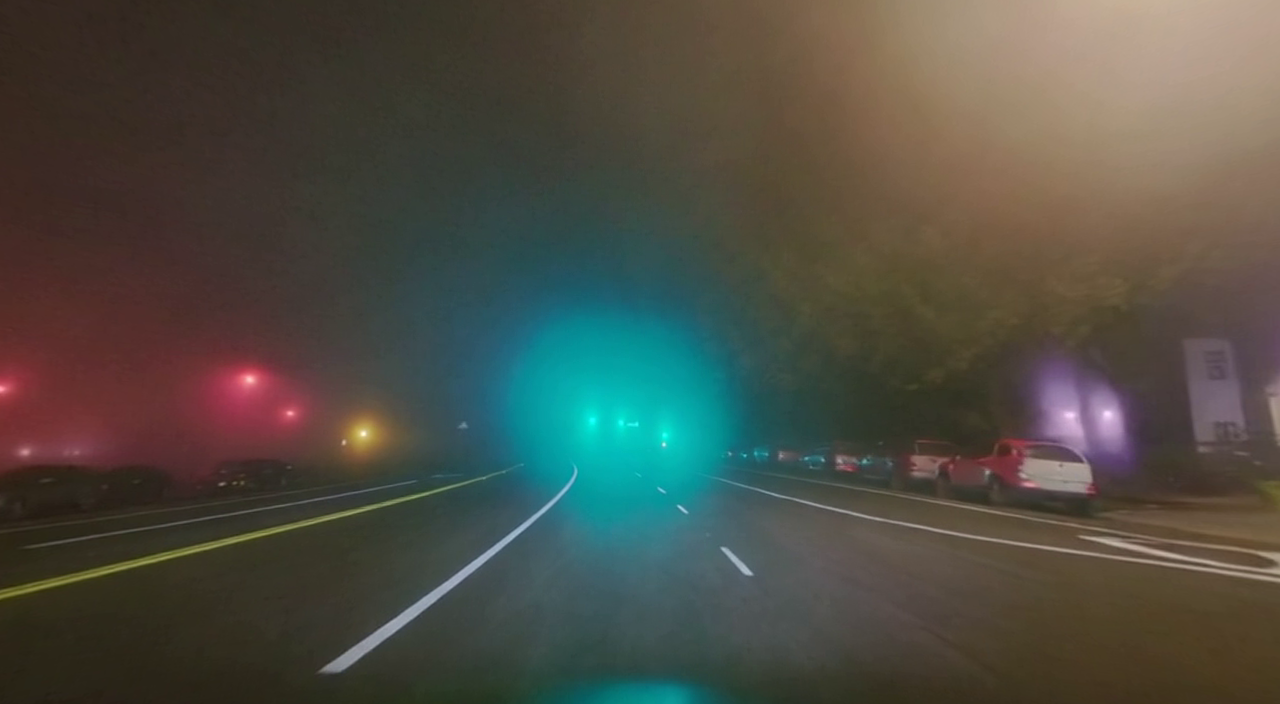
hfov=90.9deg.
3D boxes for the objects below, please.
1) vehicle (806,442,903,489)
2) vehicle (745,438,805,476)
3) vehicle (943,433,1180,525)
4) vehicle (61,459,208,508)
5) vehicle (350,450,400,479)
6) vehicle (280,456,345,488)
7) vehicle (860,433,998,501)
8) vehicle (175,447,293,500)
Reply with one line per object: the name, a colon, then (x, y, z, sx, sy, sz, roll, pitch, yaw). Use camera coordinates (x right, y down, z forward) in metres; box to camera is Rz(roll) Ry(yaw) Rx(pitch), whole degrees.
vehicle: (8.782, 4.718, 26.390, 1.904, 1.741, 5.106, 1, -9, -5)
vehicle: (8.042, 6.323, 38.060, 1.970, 2.104, 5.290, 1, -9, -6)
vehicle: (9.384, 2.856, 14.735, 2.039, 1.752, 4.876, 1, -9, -2)
vehicle: (-18.106, 4.693, 22.896, 1.782, 1.462, 4.438, -1, -8, -2)
vehicle: (-19.793, 8.392, 47.334, 2.000, 1.751, 5.001, -1, -6, -5)
vehicle: (-19.026, 6.940, 36.827, 1.778, 1.433, 4.305, -1, -6, -4)
vehicle: (9.203, 3.707, 20.638, 1.991, 1.905, 4.733, 1, -9, -4)
vehicle: (-18.496, 5.488, 29.156, 2.111, 1.908, 5.586, -1, -6, -4)
